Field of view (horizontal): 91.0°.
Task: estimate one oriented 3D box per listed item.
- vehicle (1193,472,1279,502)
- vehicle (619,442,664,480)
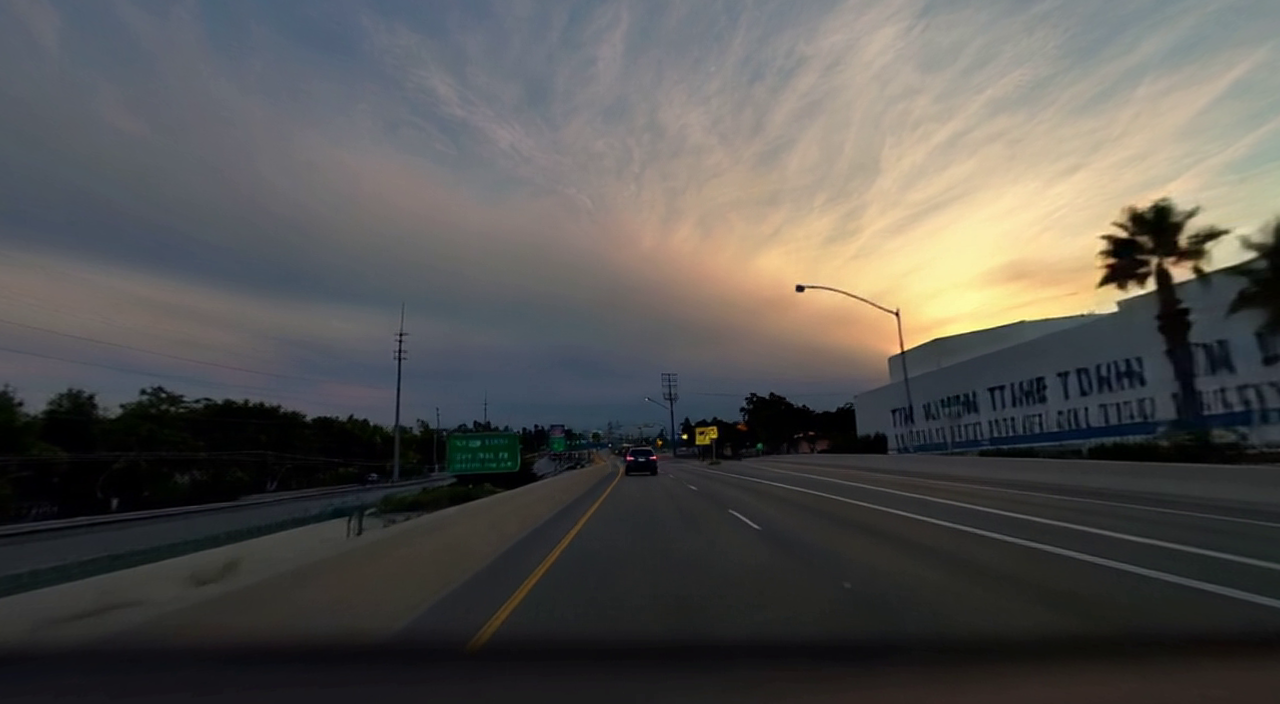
[{"bbox_3d":[35.196,7.844,36.698,3.945,1.538,1.796,-3,-12,5],"label":"vehicle"},{"bbox_3d":[0.010,5.370,31.313,2.089,1.718,4.193,0,-9,-2],"label":"vehicle"}]
